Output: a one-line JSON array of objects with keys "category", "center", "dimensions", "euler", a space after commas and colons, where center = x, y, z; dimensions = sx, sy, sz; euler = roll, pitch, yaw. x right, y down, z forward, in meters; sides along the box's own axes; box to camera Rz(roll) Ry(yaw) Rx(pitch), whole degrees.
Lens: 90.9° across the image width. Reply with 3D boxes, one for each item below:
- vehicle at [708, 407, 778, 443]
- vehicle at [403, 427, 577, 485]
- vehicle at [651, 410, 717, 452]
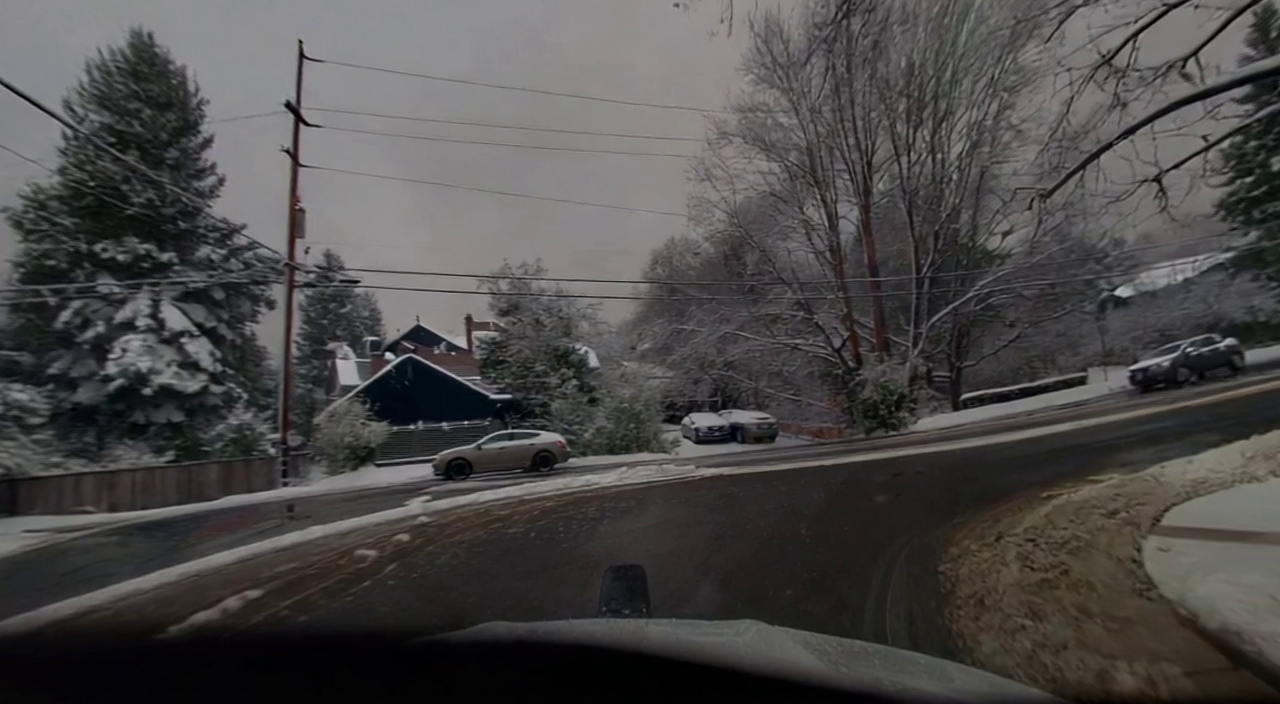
[{"category": "vehicle", "center": [5.449, 4.057, 34.235], "dimensions": [2.216, 1.728, 5.118], "euler": [1, -9, -9]}, {"category": "vehicle", "center": [-4.461, 3.099, 18.957], "dimensions": [4.696, 1.534, 1.912], "euler": [5, -10, -28]}, {"category": "vehicle", "center": [2.267, 4.199, 34.299], "dimensions": [2.413, 1.838, 4.977], "euler": [0, -3, -10]}]
